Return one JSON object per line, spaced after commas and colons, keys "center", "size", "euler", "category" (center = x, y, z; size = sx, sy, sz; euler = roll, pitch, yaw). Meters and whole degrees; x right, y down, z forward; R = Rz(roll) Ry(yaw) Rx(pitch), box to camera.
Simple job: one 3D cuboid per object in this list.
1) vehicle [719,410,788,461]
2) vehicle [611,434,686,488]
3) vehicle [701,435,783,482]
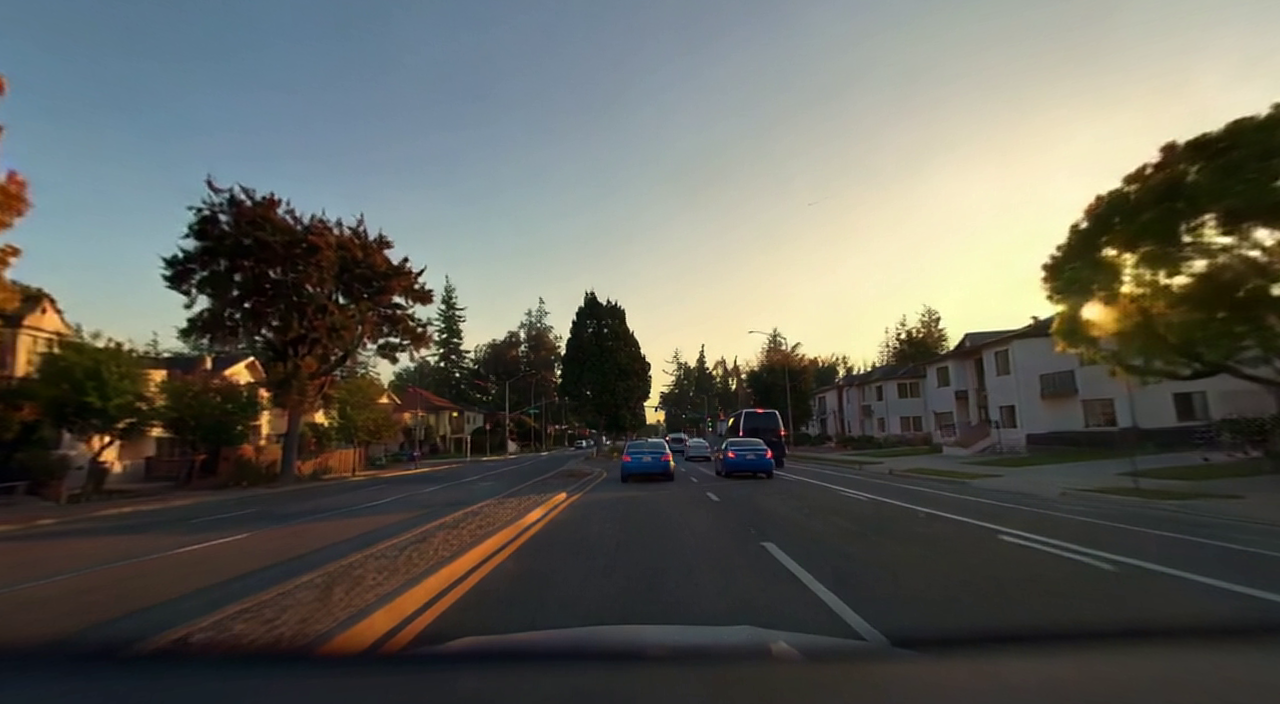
{"center": [7.951, 6.234, 46.246], "size": [2.940, 3.202, 12.480], "euler": [0, -9, 1], "category": "vehicle"}
{"center": [0.236, 3.339, 19.656], "size": [2.093, 1.497, 4.010], "euler": [0, -9, 0], "category": "vehicle"}
{"center": [3.550, 3.816, 22.869], "size": [2.161, 1.519, 4.568], "euler": [0, -9, 0], "category": "vehicle"}
